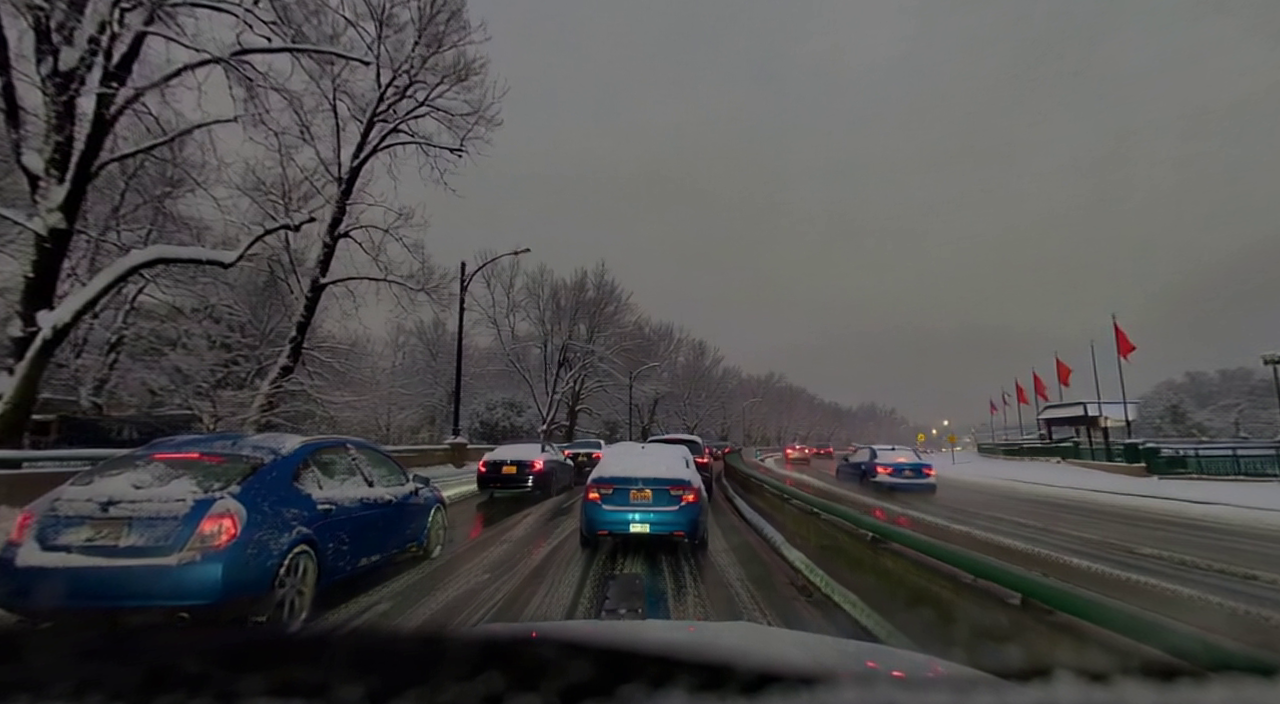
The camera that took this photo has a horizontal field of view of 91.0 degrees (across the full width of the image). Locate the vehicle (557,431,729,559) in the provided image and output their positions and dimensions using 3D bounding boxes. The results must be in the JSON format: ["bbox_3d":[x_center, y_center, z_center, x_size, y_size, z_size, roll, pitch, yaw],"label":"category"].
[{"bbox_3d":[0.171,2.069,9.881,2.090,1.506,4.276,0,-9,4],"label":"vehicle"}]

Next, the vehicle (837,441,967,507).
[{"bbox_3d":[7.278,3.393,18.059,2.011,1.610,4.568,0,-9,4],"label":"vehicle"}]

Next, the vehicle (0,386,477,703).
[{"bbox_3d":[-3.095,1.321,5.489,1.988,1.635,4.260,0,-9,3],"label":"vehicle"}]

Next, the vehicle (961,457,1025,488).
[{"bbox_3d":[20.873,7.104,37.428,1.946,1.649,4.326,-1,-9,10],"label":"vehicle"}]

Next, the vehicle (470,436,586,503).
[{"bbox_3d":[-2.895,3.166,17.406,1.974,1.549,4.603,0,-9,5],"label":"vehicle"}]

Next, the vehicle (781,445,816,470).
[{"bbox_3d":[10.687,7.152,42.763,1.944,1.544,4.301,-1,-9,10],"label":"vehicle"}]
